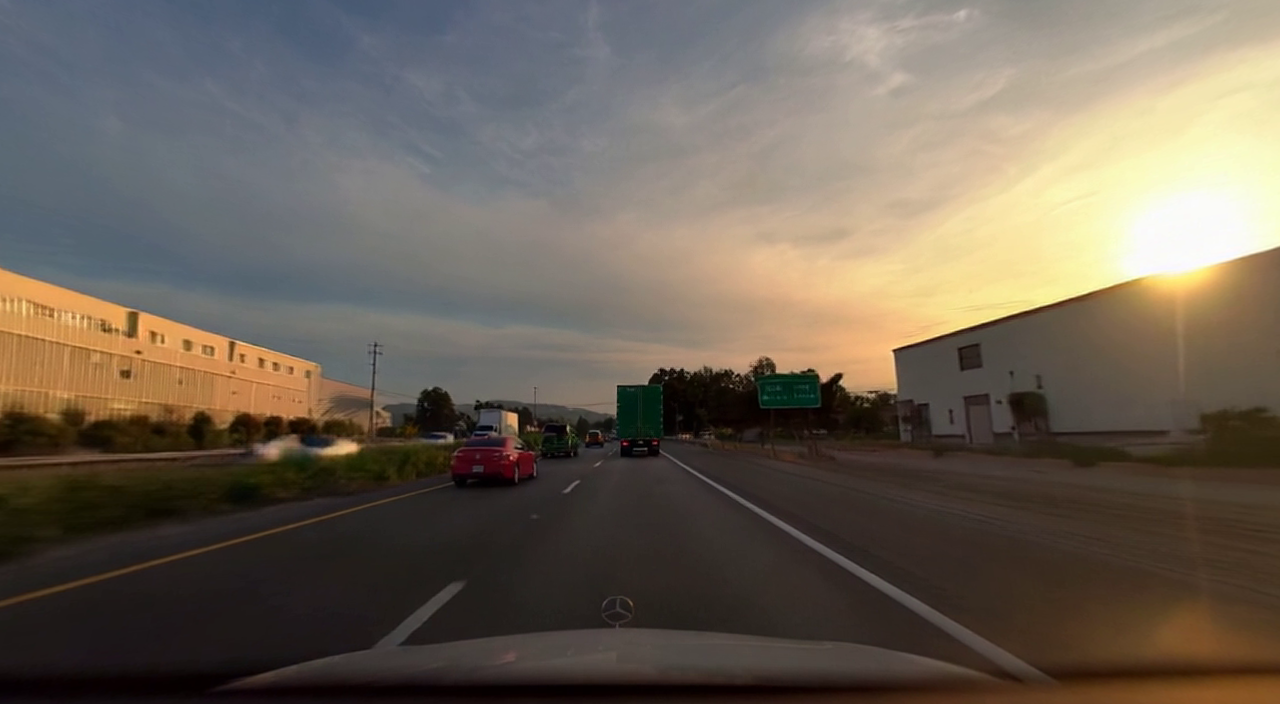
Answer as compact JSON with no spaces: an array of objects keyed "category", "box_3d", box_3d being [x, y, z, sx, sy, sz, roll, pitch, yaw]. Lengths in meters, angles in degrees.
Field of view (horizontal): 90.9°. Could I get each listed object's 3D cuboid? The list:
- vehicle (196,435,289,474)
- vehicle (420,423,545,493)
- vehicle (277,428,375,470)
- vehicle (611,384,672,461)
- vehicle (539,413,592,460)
[{"category":"vehicle","box_3d":[-17.185,4.411,27.448,1.658,1.533,3.723,0,-8,-1]},{"category":"vehicle","box_3d":[-4.022,2.797,17.157,2.005,1.602,5.131,0,-8,1]},{"category":"vehicle","box_3d":[-12.465,3.860,25.342,1.908,1.518,4.041,0,-8,-1]},{"category":"vehicle","box_3d":[-0.021,4.438,38.773,3.259,4.066,9.891,0,-8,-1]},{"category":"vehicle","box_3d":[-4.599,5.397,40.323,2.717,2.714,6.997,0,-8,-2]}]
